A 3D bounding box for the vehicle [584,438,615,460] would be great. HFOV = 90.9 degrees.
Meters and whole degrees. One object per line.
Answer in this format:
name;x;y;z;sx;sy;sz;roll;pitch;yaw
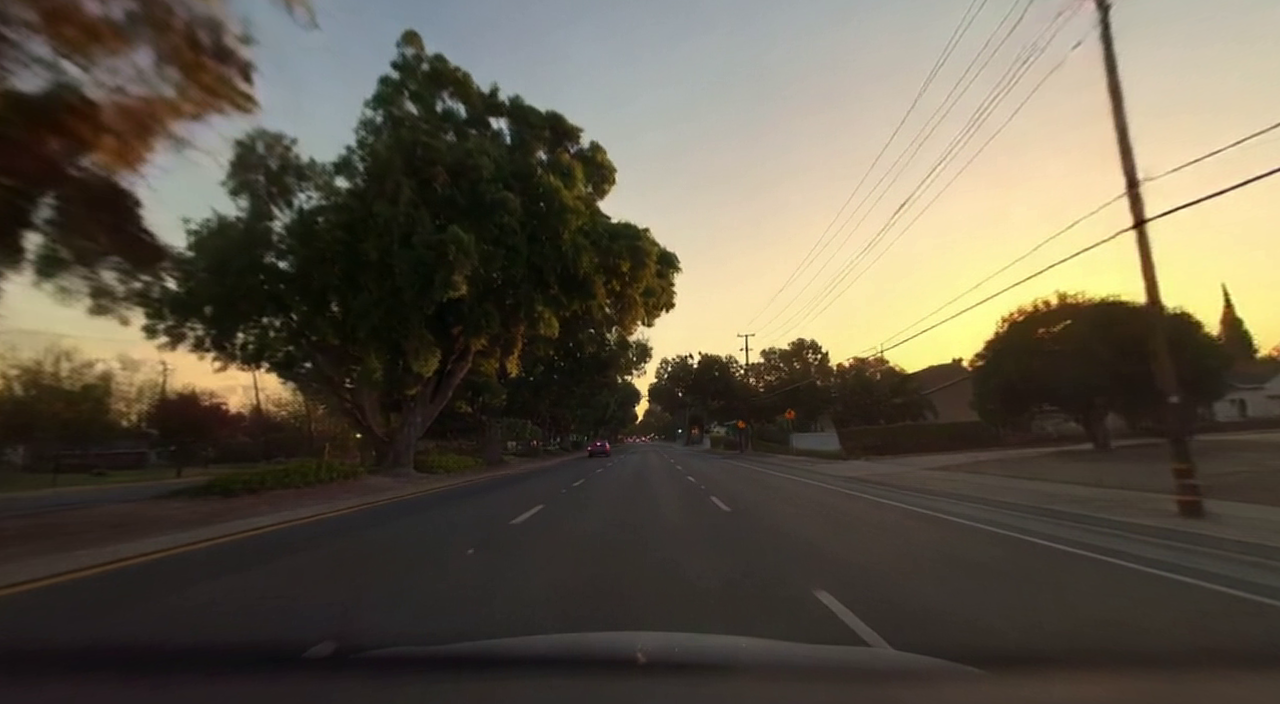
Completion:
vehicle;-2.972;7.174;46.847;2.007;1.514;4.049;0;-8;1
